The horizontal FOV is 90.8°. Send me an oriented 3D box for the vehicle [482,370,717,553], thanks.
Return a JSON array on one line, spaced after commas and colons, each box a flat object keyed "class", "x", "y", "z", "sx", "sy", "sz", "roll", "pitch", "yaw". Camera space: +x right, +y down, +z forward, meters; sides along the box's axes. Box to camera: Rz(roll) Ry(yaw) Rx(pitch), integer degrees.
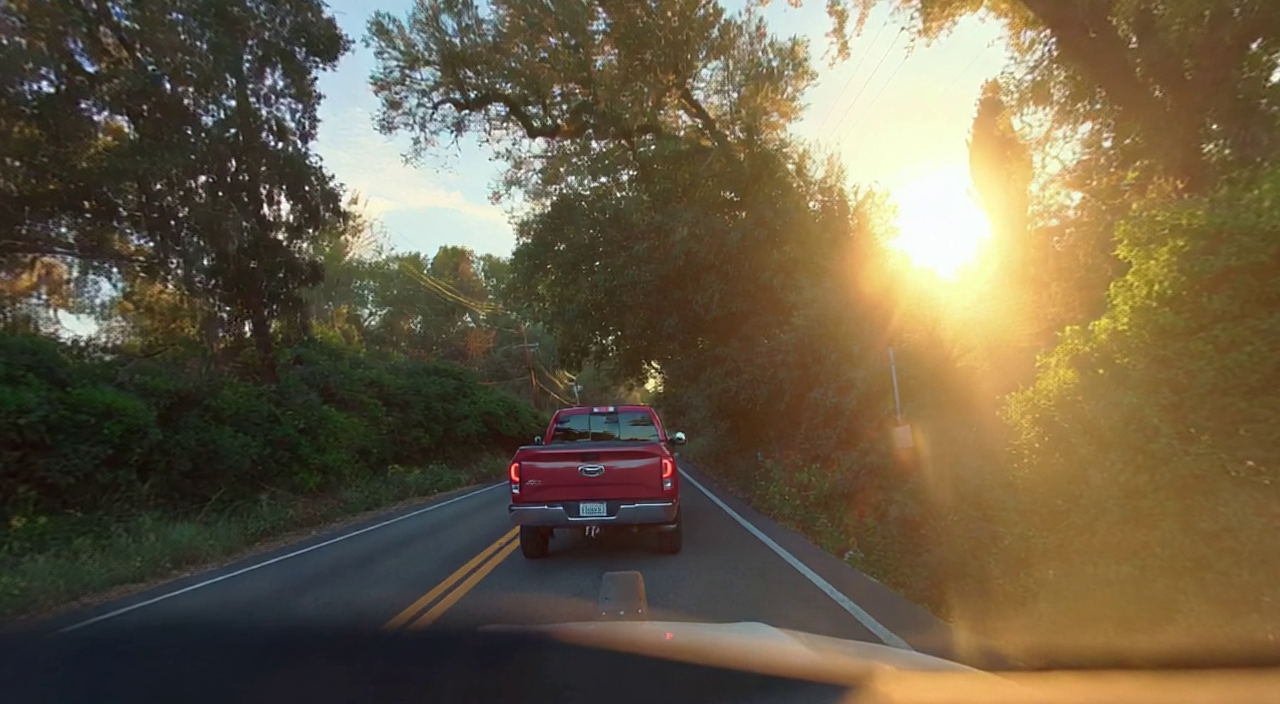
[{"class": "vehicle", "x": -0.524, "y": 1.757, "z": 10.702, "sx": 2.837, "sy": 2.223, "sz": 5.885, "roll": 0, "pitch": -8, "yaw": -1}]
